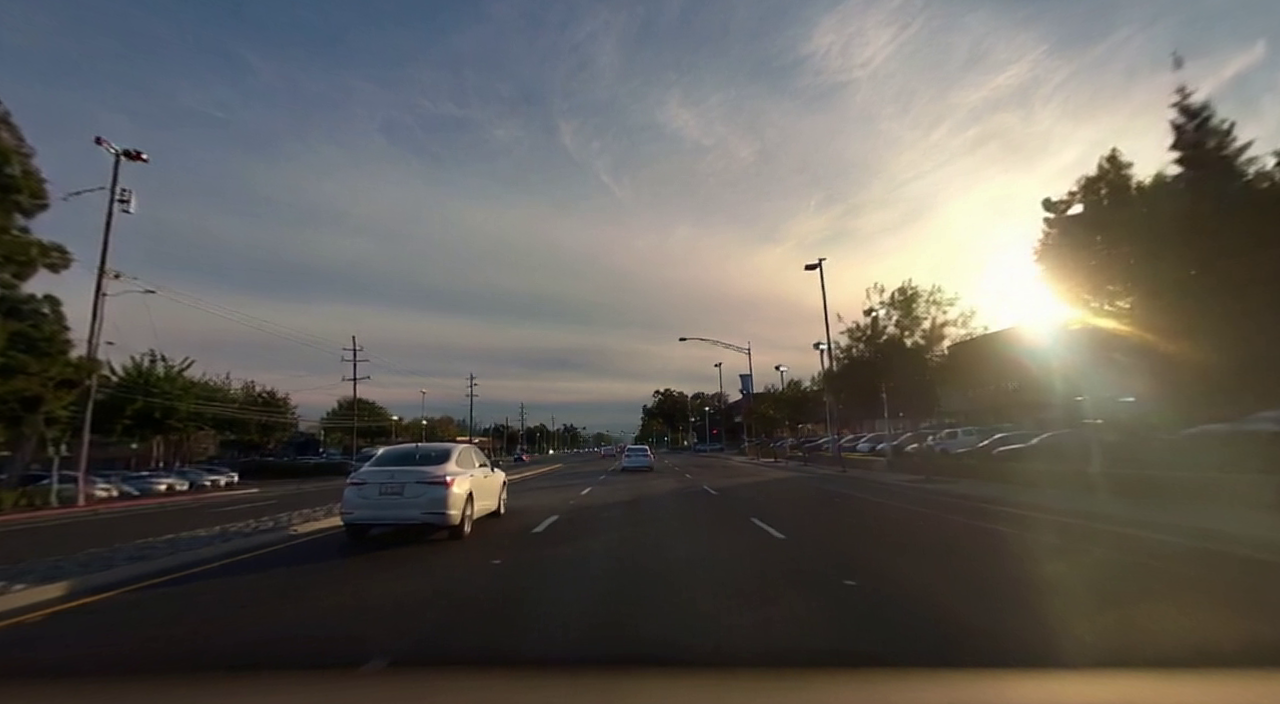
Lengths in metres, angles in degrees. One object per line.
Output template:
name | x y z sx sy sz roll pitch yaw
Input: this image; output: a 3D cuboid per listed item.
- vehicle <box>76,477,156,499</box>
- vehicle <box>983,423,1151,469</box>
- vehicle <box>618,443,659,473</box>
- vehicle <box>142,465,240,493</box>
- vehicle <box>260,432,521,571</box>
vehicle | -37.171 9.641 44.746 4.103 1.444 1.795 0 -9 2
vehicle | 14.683 3.270 21.873 4.363 1.485 1.964 0 -9 1
vehicle | -0.086 5.537 33.123 2.019 1.459 4.005 0 -9 -1
vehicle | -31.990 9.028 44.925 5.325 1.814 2.128 0 -9 1
vehicle | -3.124 1.954 9.059 1.939 1.496 4.309 0 -9 1
